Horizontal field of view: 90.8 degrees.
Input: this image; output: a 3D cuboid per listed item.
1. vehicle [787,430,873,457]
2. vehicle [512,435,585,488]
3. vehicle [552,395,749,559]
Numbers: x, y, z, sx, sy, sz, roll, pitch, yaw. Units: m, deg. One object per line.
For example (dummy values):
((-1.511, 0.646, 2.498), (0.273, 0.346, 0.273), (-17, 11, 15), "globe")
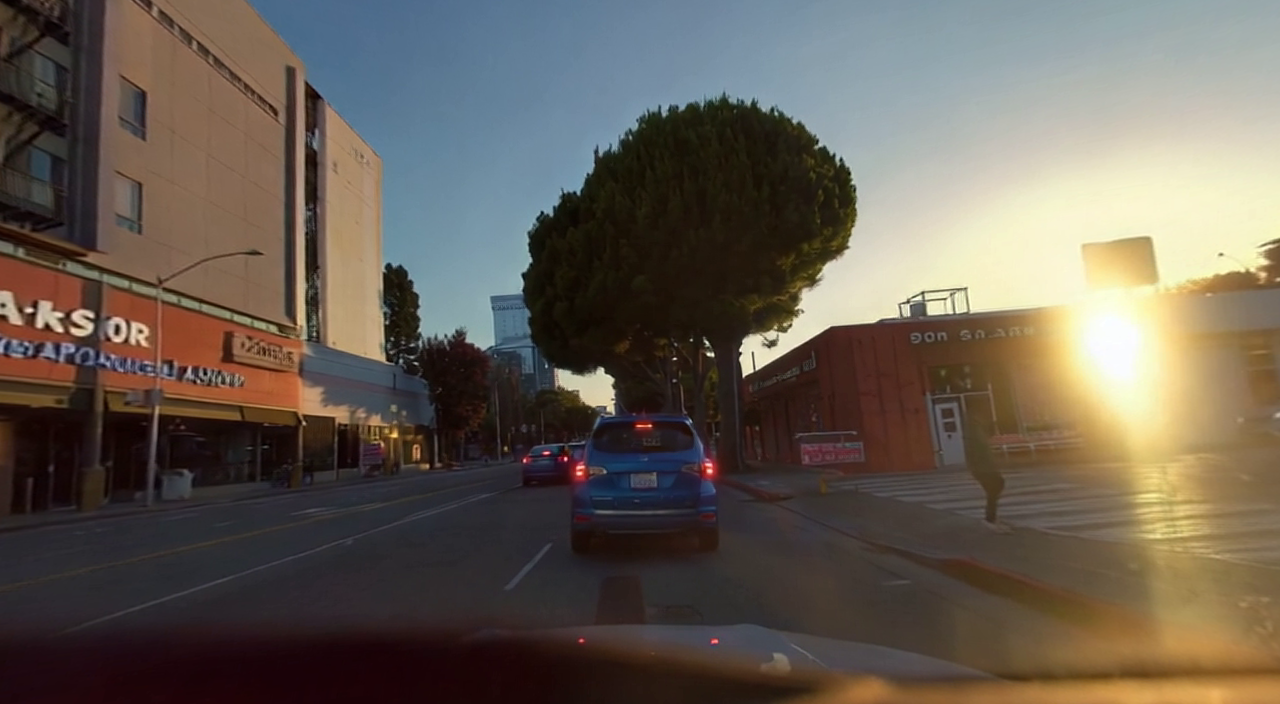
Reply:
((10.932, 5.287, 36.600), (4.426, 1.490, 1.862), (-1, -8, 3), "vehicle")
((-3.193, 3.902, 22.847), (2.023, 1.702, 4.152), (0, -8, 0), "vehicle")
((0.066, 1.849, 10.077), (2.352, 1.953, 4.796), (0, -8, -1), "vehicle")
